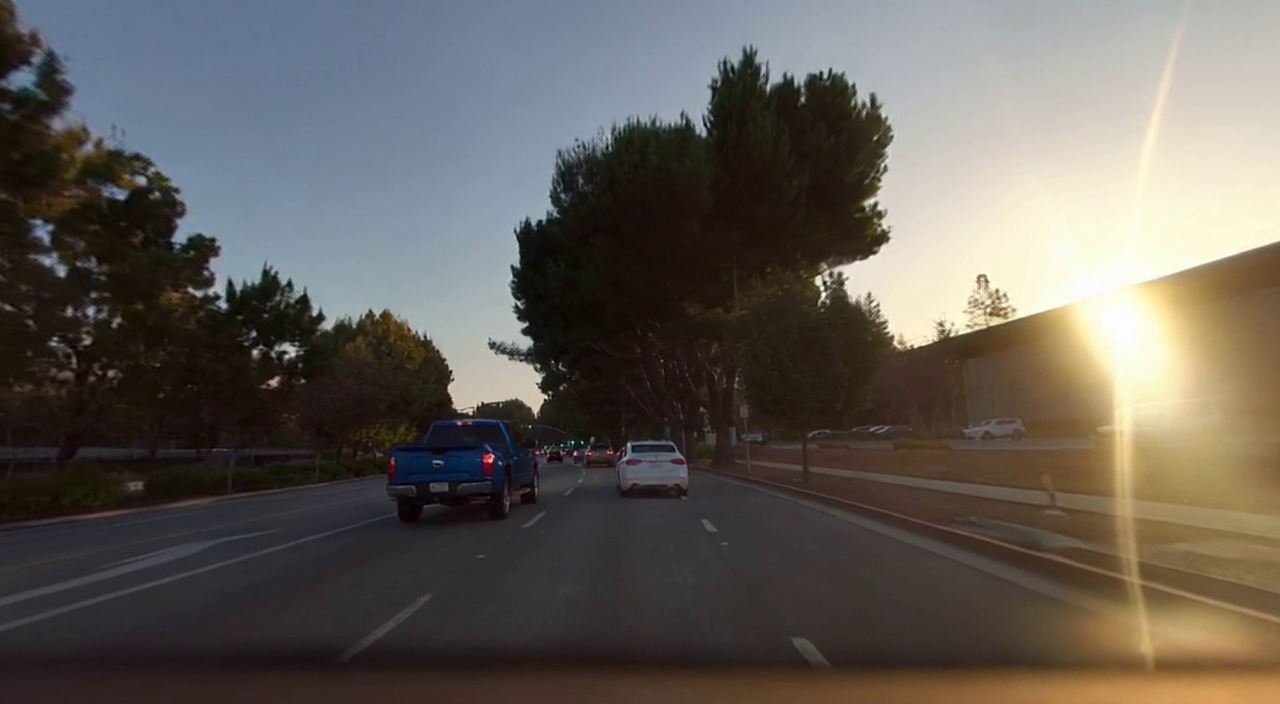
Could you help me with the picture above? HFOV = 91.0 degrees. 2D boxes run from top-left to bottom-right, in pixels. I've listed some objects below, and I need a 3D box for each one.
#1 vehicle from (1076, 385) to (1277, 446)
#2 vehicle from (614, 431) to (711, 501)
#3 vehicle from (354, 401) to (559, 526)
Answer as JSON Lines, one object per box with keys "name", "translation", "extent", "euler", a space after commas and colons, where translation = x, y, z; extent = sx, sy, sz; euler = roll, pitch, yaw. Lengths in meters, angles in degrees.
{"name": "vehicle", "translation": [22.693, 2.831, 27.100], "extent": [6.027, 2.377, 2.245], "euler": [-4, -10, 27]}
{"name": "vehicle", "translation": [0.426, 2.852, 16.156], "extent": [2.142, 1.528, 4.133], "euler": [0, -9, -3]}
{"name": "vehicle", "translation": [-3.300, 2.208, 12.978], "extent": [2.512, 1.992, 5.725], "euler": [0, -9, 0]}
